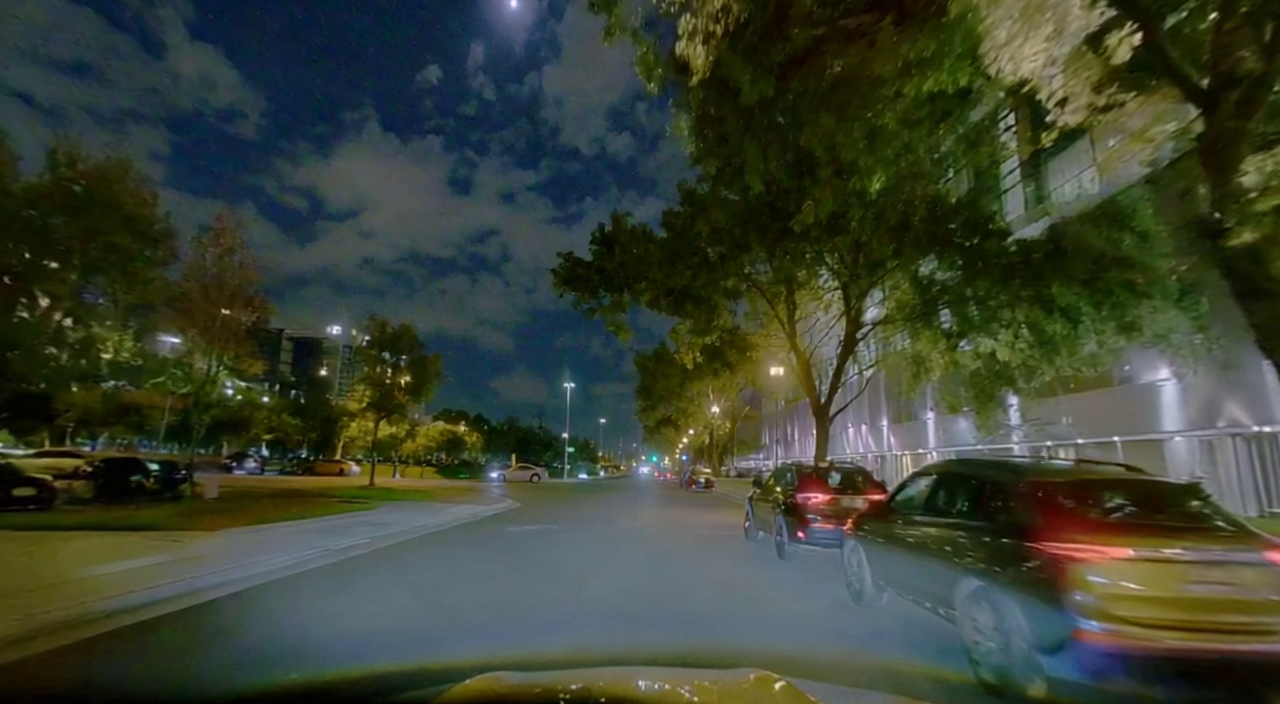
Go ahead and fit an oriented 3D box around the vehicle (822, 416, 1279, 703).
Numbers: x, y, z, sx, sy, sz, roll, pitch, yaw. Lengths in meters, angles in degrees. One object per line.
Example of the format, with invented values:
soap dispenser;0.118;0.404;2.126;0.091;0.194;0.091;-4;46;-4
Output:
vehicle;3.004;1.453;4.935;1.957;1.565;3.657;1;-11;-2

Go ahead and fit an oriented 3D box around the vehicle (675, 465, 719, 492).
vehicle;3.214;7.203;36.050;2.073;1.434;3.899;1;-11;-1

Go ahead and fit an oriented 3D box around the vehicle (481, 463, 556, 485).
vehicle;-8.484;8.539;44.162;4.770;1.448;1.983;9;-13;-37
